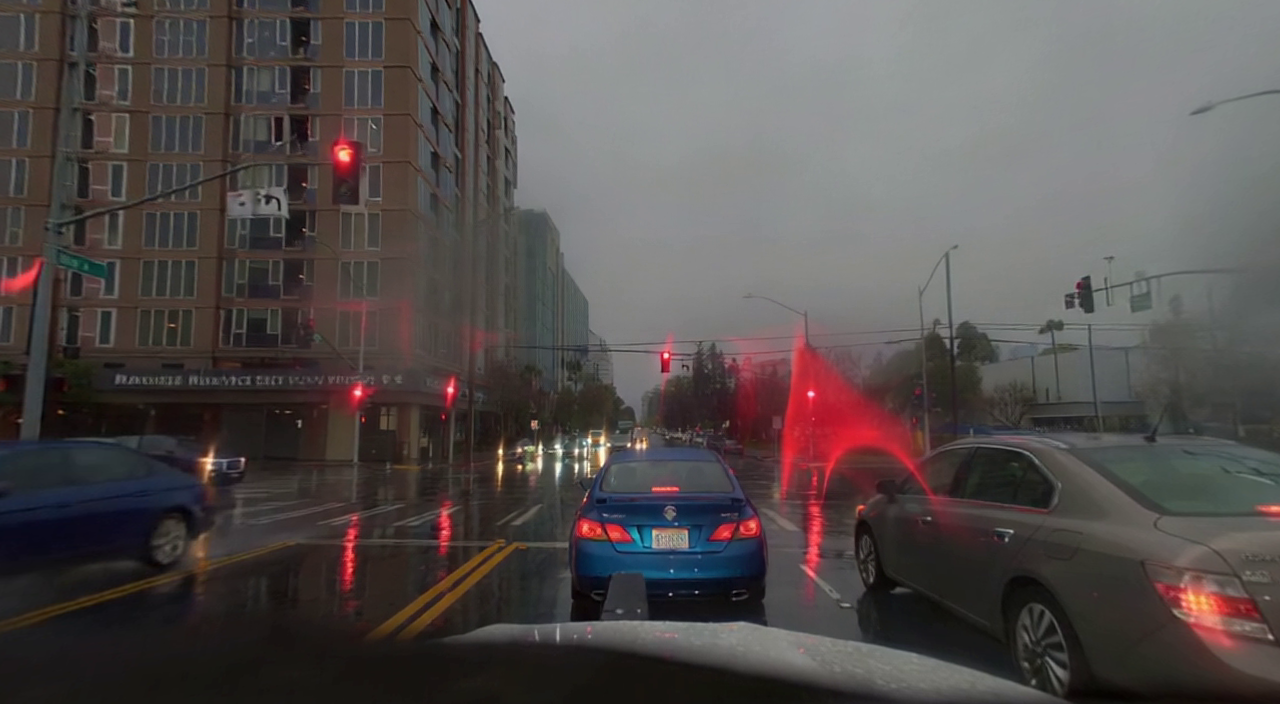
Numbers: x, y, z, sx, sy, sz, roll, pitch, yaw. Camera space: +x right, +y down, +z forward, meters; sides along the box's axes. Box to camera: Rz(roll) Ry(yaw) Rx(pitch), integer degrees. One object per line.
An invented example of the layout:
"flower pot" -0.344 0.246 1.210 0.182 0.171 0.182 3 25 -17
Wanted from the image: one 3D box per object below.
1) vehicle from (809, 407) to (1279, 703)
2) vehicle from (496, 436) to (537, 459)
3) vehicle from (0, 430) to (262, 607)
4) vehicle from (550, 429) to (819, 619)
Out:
"vehicle" 2.811 1.280 4.563 1.961 1.498 4.356 0 -8 0
"vehicle" -9.131 7.095 46.802 2.030 1.596 3.912 -1 -8 3
"vehicle" -6.557 1.624 6.535 1.953 1.564 4.344 -2 -9 13
"vehicle" 0.244 1.660 7.080 2.132 1.464 4.089 0 -8 -3
